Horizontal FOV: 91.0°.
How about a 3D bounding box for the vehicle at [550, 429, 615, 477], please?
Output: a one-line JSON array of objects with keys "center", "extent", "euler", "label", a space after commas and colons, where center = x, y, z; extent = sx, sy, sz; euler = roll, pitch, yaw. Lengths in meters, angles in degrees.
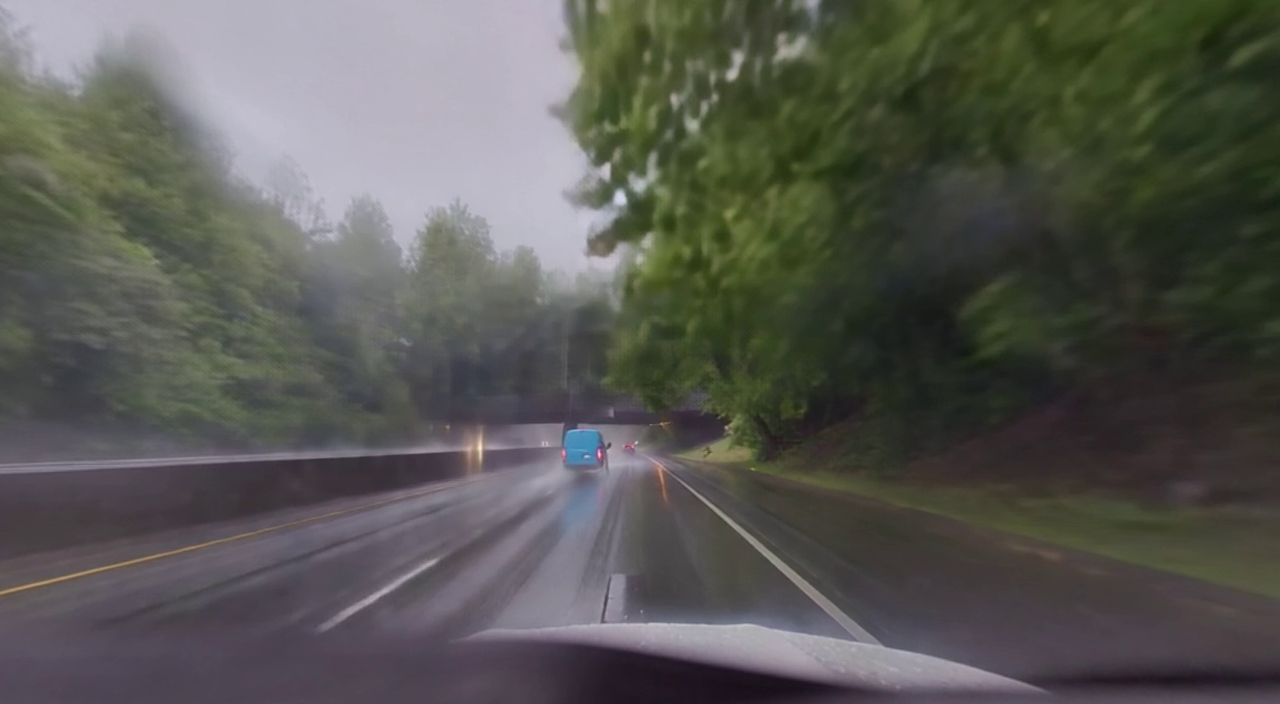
[{"center": [-2.388, 4.403, 27.591], "extent": [2.372, 1.891, 5.061], "euler": [0, -8, 0], "label": "vehicle"}]
